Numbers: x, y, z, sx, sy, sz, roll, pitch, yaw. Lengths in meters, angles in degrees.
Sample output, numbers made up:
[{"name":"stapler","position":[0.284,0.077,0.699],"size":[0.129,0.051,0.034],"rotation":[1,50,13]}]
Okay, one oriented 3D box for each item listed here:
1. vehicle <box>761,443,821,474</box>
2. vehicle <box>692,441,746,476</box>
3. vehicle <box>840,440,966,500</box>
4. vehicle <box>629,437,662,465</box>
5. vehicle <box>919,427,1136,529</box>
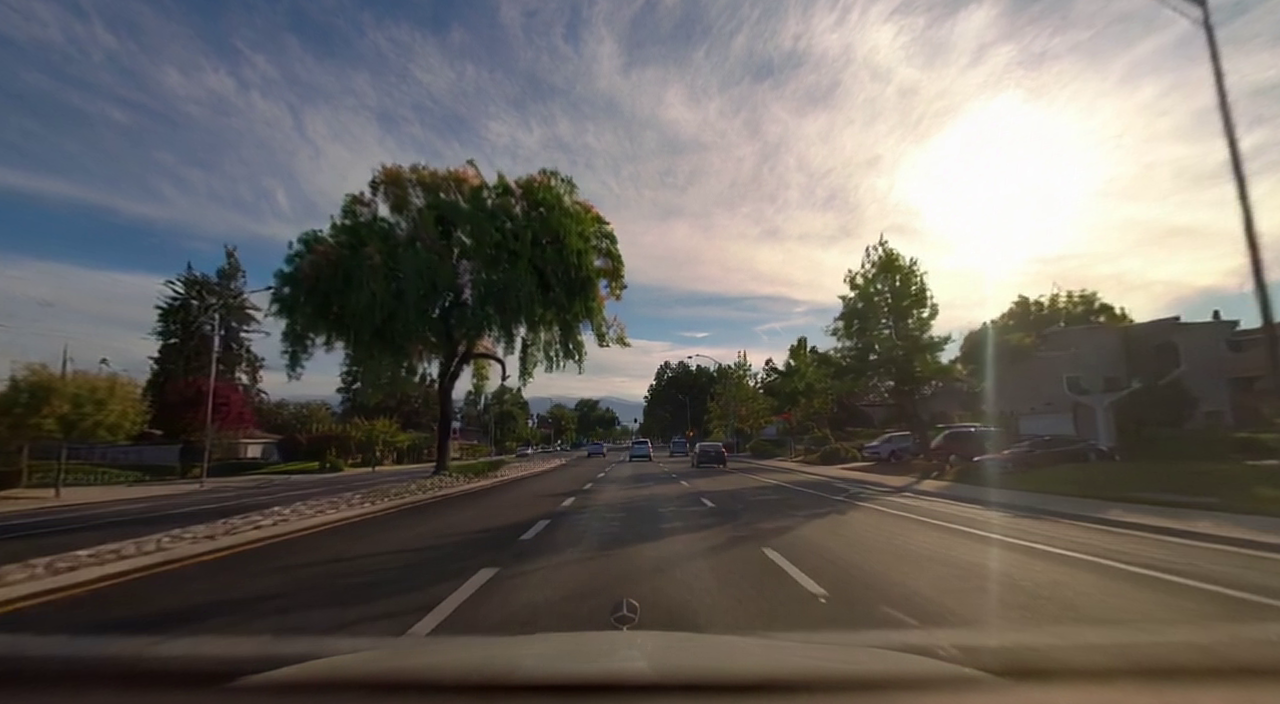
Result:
[{"name":"vehicle","position":[7.732,5.499,32.854],"size":[1.965,1.486,4.707],"rotation":[0,-8,0]},{"name":"vehicle","position":[3.491,4.781,28.549],"size":[1.830,1.451,4.009],"rotation":[0,-8,-1]},{"name":"vehicle","position":[7.733,3.478,19.114],"size":[1.913,1.566,4.354],"rotation":[0,-8,0]},{"name":"vehicle","position":[0.337,6.617,42.221],"size":[2.043,1.734,4.253],"rotation":[0,-8,-2]},{"name":"vehicle","position":[7.725,2.515,13.168],"size":[1.933,1.759,3.900],"rotation":[0,-8,-1]}]
